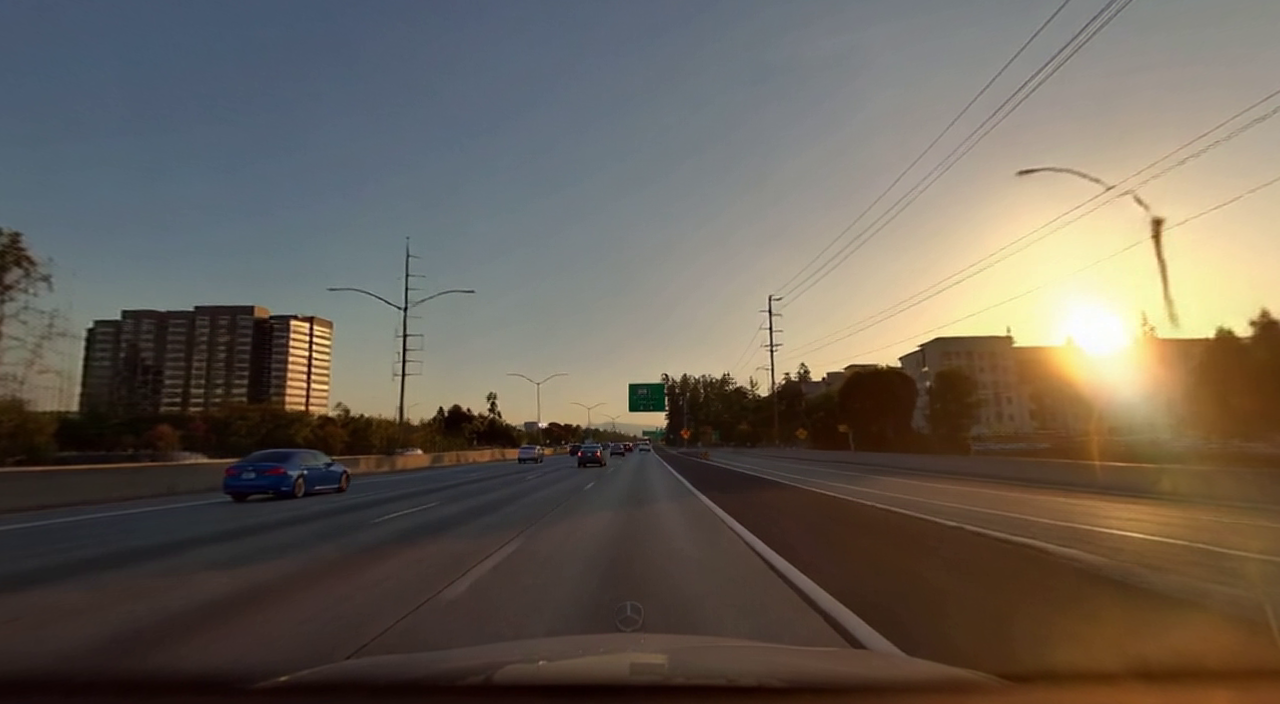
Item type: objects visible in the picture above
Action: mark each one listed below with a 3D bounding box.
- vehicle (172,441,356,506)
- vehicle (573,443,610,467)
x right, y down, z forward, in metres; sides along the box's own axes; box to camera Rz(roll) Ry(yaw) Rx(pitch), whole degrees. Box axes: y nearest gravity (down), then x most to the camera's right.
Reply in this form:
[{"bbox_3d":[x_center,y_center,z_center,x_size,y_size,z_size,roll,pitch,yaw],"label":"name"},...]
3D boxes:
[{"bbox_3d":[-10.034,3.241,17.423,2.002,1.526,4.822,0,-8,1],"label":"vehicle"},{"bbox_3d":[-3.129,6.721,41.515,2.050,1.479,4.342,0,-8,1],"label":"vehicle"}]
